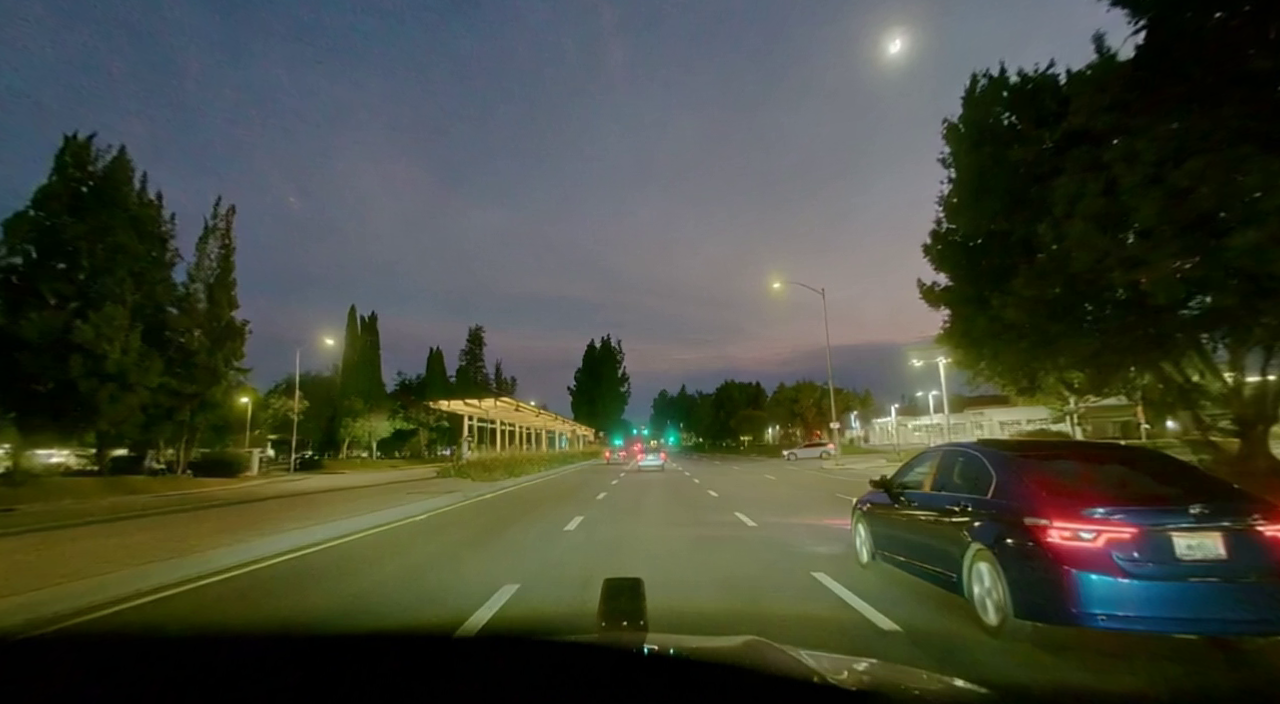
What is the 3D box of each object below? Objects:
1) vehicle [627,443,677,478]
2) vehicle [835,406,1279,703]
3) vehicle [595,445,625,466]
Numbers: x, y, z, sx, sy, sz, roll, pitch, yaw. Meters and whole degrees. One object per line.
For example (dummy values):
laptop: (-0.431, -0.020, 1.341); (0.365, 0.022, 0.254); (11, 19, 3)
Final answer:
vehicle: (0.533, 5.036, 29.470); (2.144, 1.505, 4.128); (0, -8, 0)
vehicle: (3.340, 1.330, 5.194); (2.067, 1.497, 4.327); (0, -8, 0)
vehicle: (-2.228, 7.884, 48.314); (2.036, 1.481, 4.151); (-1, -8, 1)
